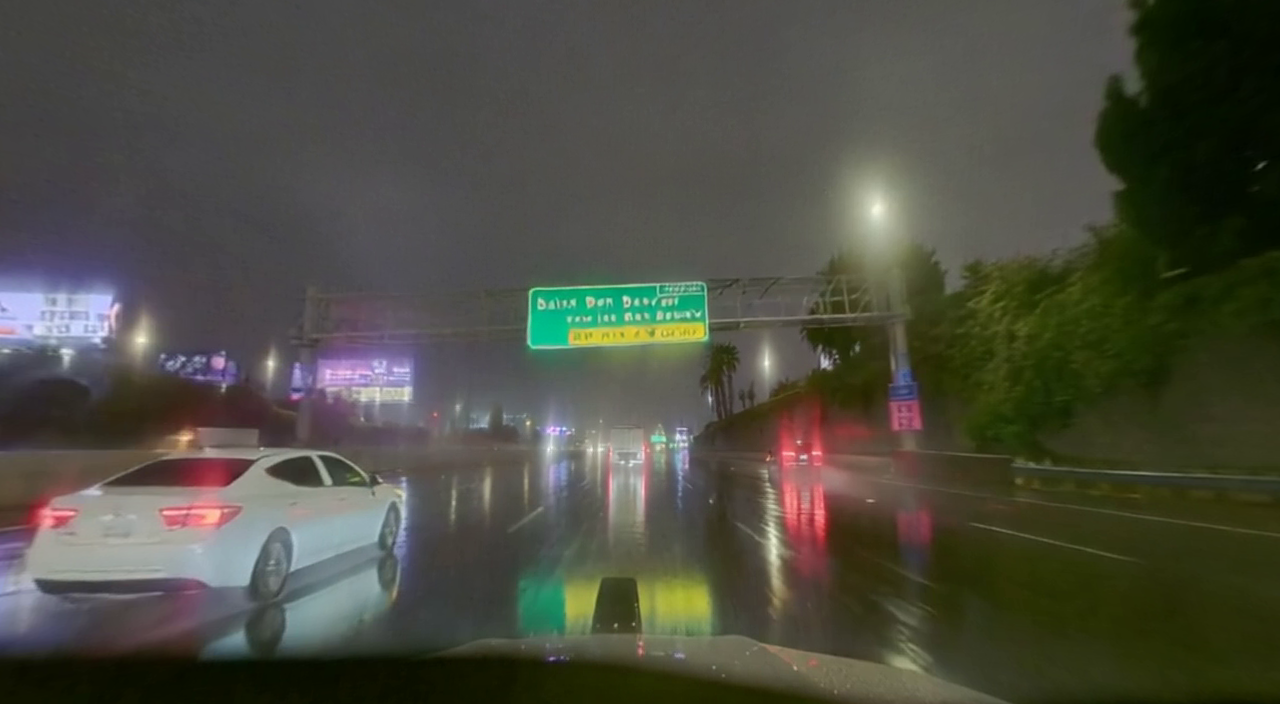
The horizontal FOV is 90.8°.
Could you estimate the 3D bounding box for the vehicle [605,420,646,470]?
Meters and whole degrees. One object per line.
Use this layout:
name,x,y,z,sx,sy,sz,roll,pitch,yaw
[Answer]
vehicle,-0.966,5.958,40.473,2.364,2.953,6.495,0,-9,-2

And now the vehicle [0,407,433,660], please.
vehicle,-3.983,1.525,6.544,2.021,1.598,4.887,0,-9,0
